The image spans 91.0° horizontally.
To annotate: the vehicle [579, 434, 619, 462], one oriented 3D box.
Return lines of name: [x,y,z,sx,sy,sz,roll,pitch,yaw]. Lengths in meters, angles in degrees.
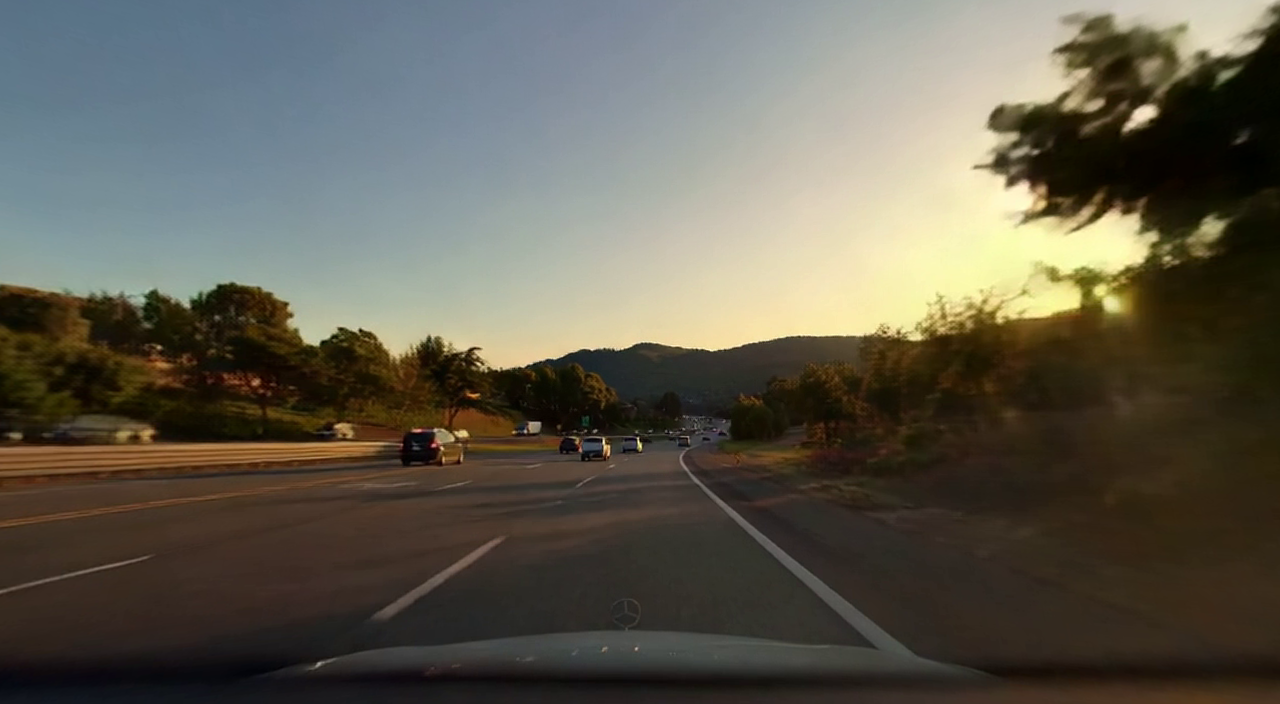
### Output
vehicle: [-2.610,6.302,41.286,2.035,1.673,4.469,0,-9,4]

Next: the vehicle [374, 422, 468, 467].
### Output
vehicle: [-10.410,4.484,30.484,2.264,1.980,5.574,0,-9,3]

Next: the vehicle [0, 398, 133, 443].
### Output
vehicle: [-26.165,3.138,27.914,2.225,1.760,5.969,0,-9,2]
